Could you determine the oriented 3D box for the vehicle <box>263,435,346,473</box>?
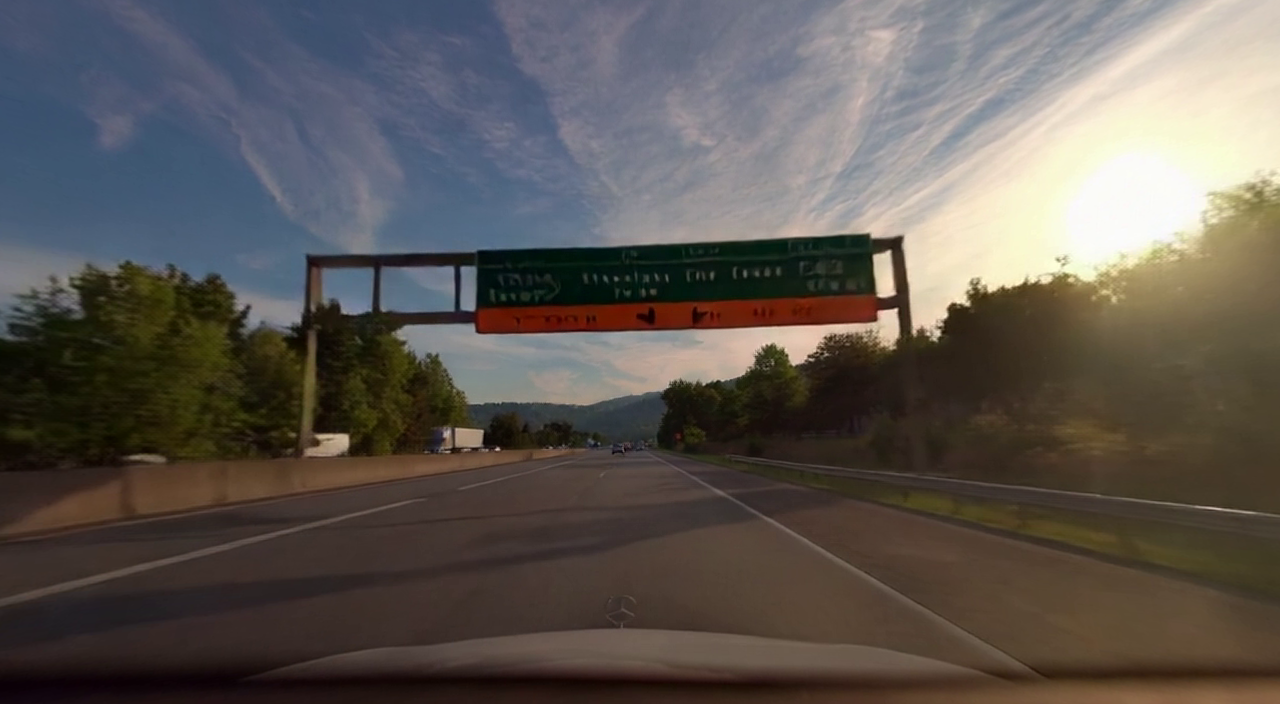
[{"bbox_3d":[-24.249,7.408,46.017,2.264,2.510,6.892,0,-9,0],"label":"vehicle"}]
